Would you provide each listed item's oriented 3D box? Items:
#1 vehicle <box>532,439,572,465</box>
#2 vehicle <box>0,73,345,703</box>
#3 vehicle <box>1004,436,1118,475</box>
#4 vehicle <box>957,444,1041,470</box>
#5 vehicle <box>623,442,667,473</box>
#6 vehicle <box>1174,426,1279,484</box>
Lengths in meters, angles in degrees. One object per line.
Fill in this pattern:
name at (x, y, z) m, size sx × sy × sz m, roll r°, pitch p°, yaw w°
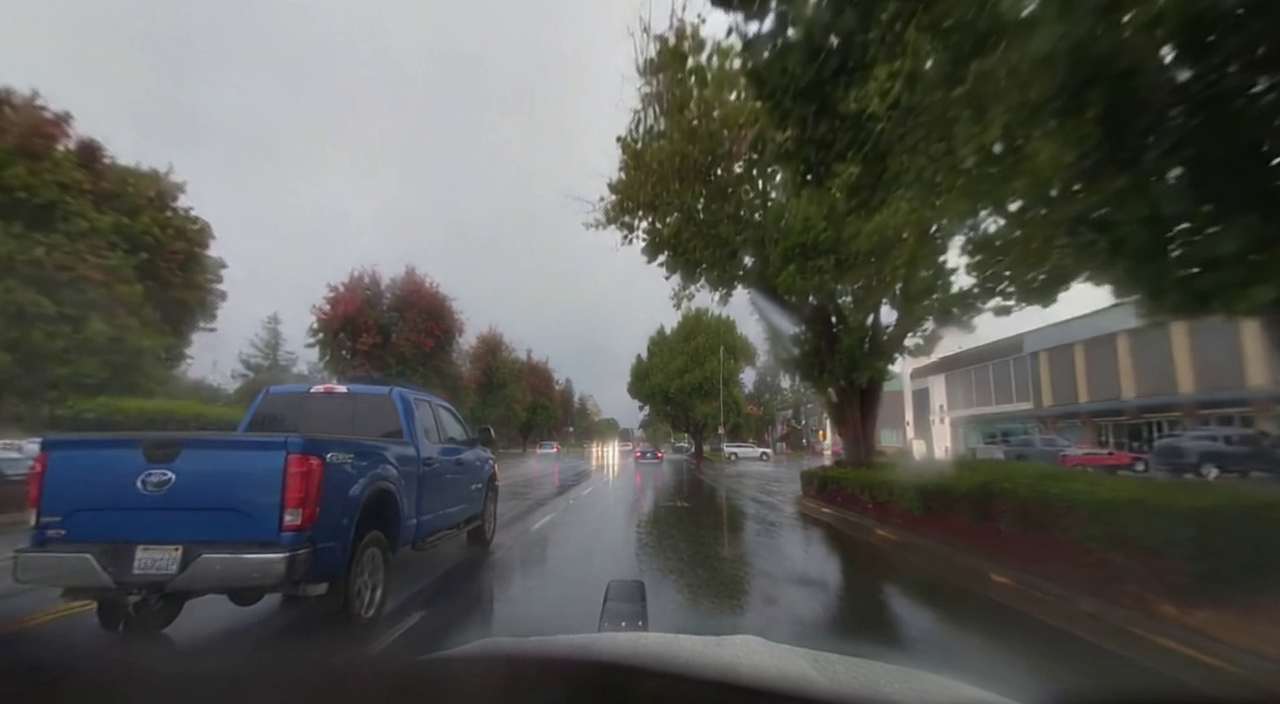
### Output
vehicle at (-6.524, 7.498, 47.197) m, size 2.146 × 1.788 × 5.153 m, roll 0°, pitch -8°, yaw 2°
vehicle at (-3.431, 0.290, 1.430) m, size 2.733 × 2.495 × 5.037 m, roll 0°, pitch -8°, yaw 4°
vehicle at (20.913, 5.141, 31.424) m, size 4.501 × 1.780 × 2.082 m, roll -5°, pitch -9°, yaw 30°
vehicle at (22.682, 6.609, 39.728) m, size 4.437 × 1.485 × 2.027 m, roll -4°, pitch -9°, yaw 32°
vehicle at (0.294, 5.624, 33.884) m, size 2.191 × 1.530 × 4.470 m, roll 0°, pitch -8°, yaw 1°
vehicle at (21.915, 3.555, 21.757) m, size 4.957 × 1.882 × 2.031 m, roll -6°, pitch -10°, yaw 38°
